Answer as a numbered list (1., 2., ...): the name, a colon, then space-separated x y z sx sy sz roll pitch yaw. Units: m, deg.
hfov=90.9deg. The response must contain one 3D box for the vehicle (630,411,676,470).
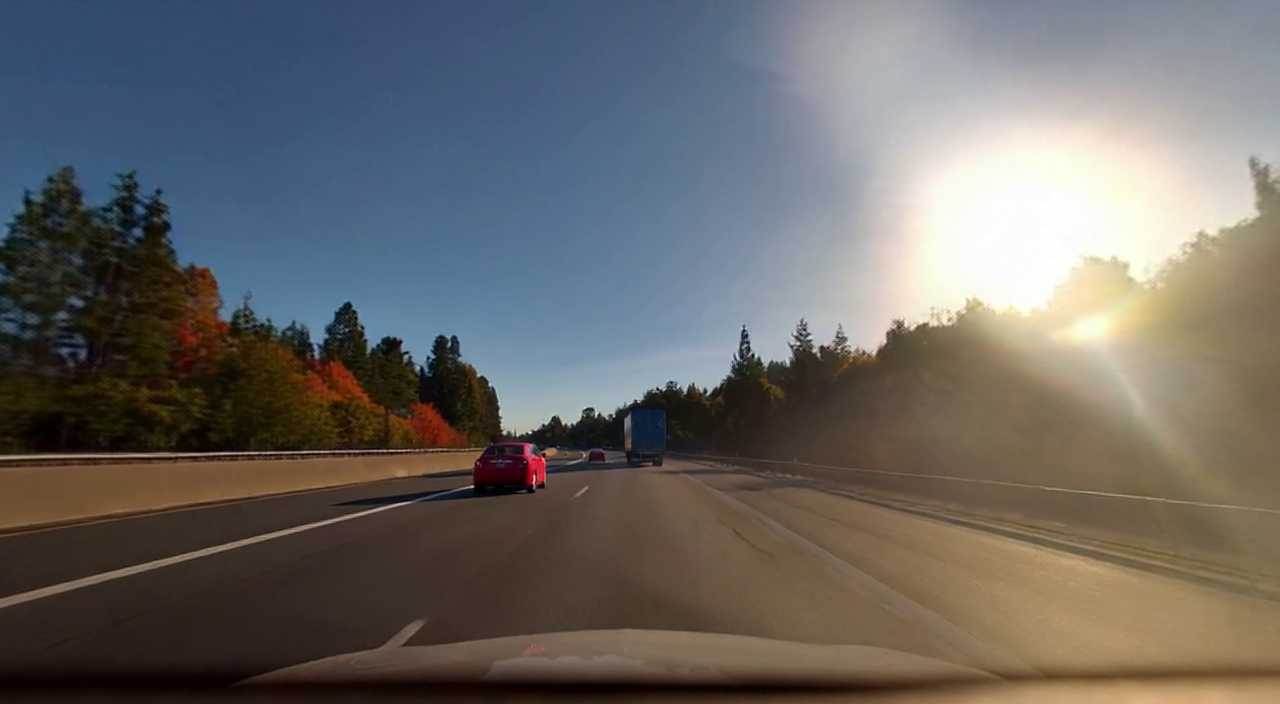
1. vehicle: 0.747 6.251 44.115 2.893 3.628 9.081 0 -9 -1

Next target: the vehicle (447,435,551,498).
1. vehicle: -3.849 3.211 17.995 1.977 1.602 3.944 0 -9 1
